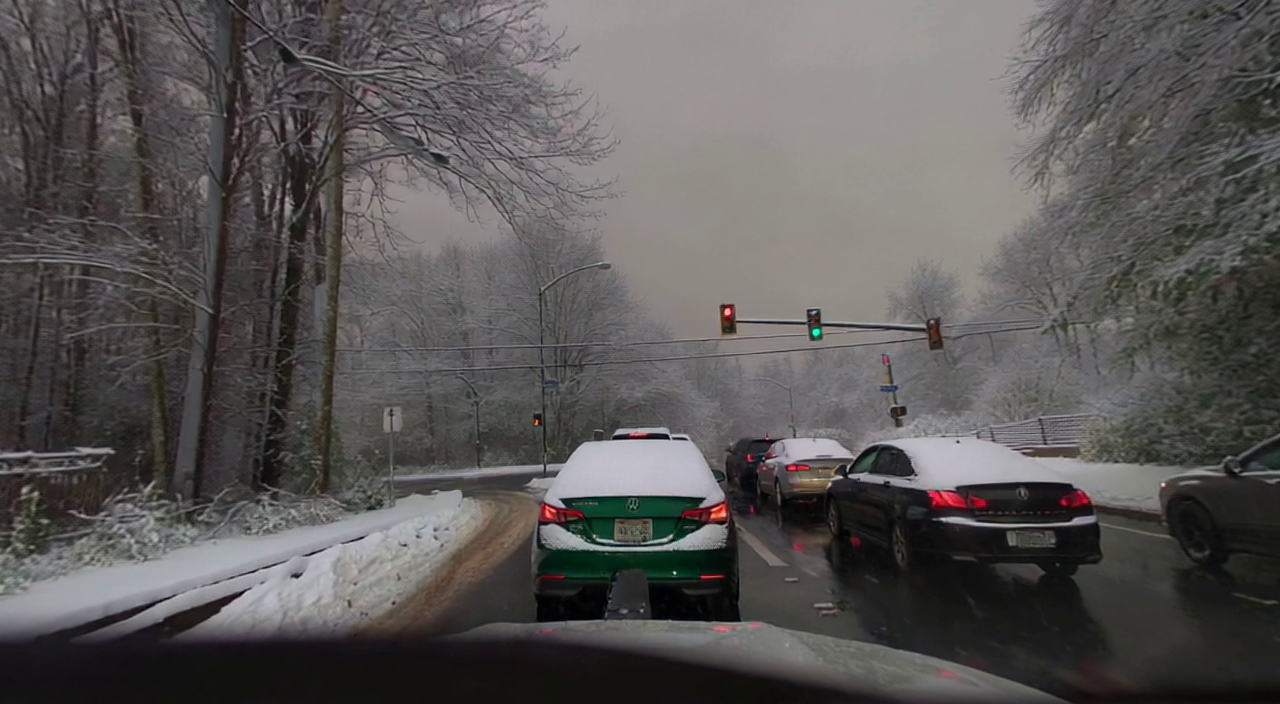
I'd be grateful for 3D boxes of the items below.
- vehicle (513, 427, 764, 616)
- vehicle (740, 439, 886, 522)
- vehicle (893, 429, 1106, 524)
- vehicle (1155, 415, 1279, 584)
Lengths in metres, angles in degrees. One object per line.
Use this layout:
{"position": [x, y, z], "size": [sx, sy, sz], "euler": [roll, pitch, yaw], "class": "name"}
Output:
{"position": [0.009, 1.683, 7.096], "size": [2.015, 1.502, 3.898], "euler": [0, -9, 1], "class": "vehicle"}
{"position": [3.528, 2.716, 13.828], "size": [1.934, 1.494, 4.446], "euler": [0, -9, 0], "class": "vehicle"}
{"position": [7.014, 2.461, 12.915], "size": [1.923, 1.611, 4.094], "euler": [0, -9, 0], "class": "vehicle"}
{"position": [6.932, 1.336, 5.588], "size": [1.783, 1.572, 3.421], "euler": [0, -9, 1], "class": "vehicle"}
